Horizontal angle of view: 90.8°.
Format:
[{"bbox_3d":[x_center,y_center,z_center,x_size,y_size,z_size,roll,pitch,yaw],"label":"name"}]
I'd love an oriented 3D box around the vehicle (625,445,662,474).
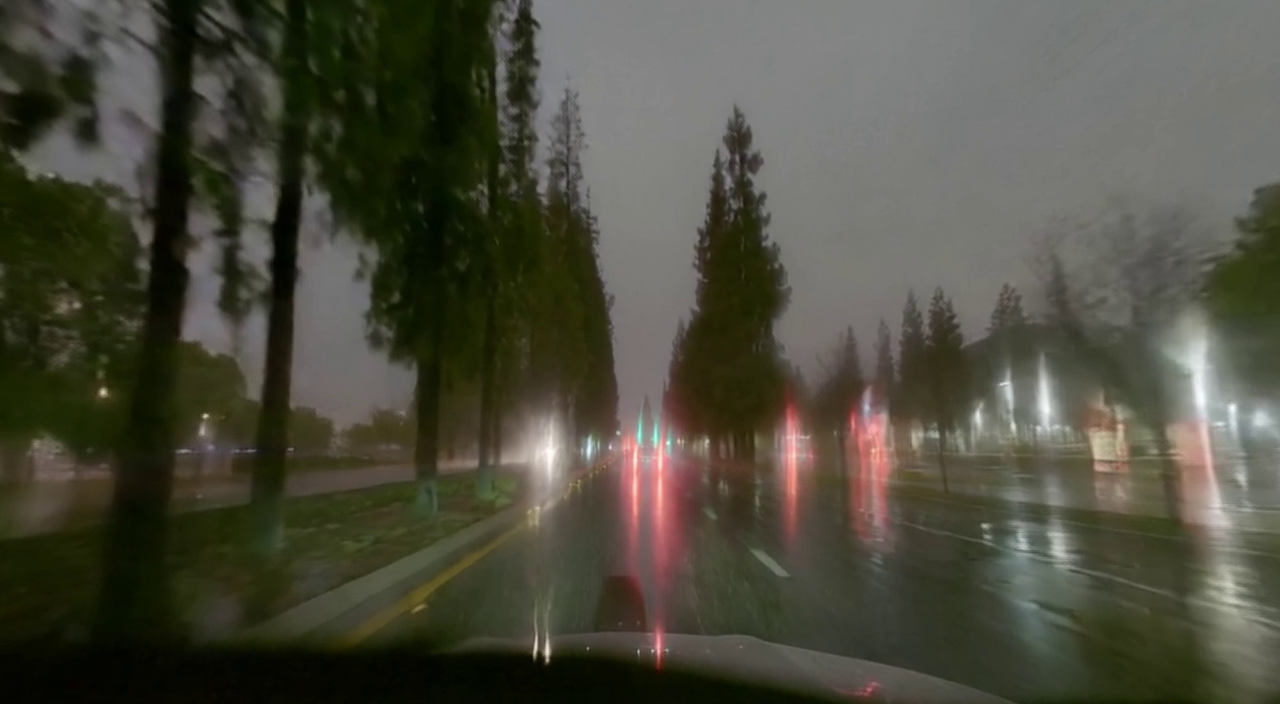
[{"bbox_3d":[0.151,6.377,37.597,2.048,1.584,4.393,1,-9,-1],"label":"vehicle"}]
